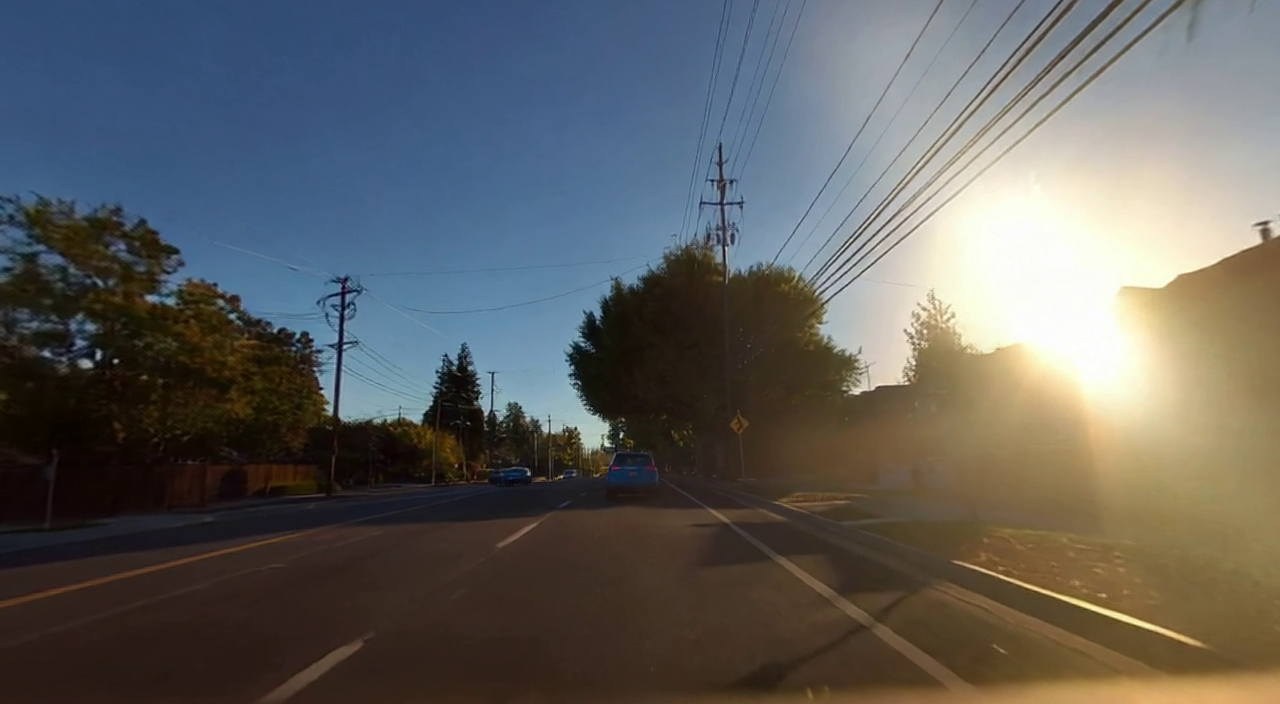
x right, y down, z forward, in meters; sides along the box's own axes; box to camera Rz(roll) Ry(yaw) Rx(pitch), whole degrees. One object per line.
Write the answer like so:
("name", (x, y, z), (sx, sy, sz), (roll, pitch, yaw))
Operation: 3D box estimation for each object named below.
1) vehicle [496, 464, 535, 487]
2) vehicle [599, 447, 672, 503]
("vehicle", (-9.457, 9.418, 48.176), (1.960, 1.490, 4.674), (0, -8, 1))
("vehicle", (-0.160, 4.016, 21.124), (2.200, 1.653, 4.127), (0, -8, 0))
